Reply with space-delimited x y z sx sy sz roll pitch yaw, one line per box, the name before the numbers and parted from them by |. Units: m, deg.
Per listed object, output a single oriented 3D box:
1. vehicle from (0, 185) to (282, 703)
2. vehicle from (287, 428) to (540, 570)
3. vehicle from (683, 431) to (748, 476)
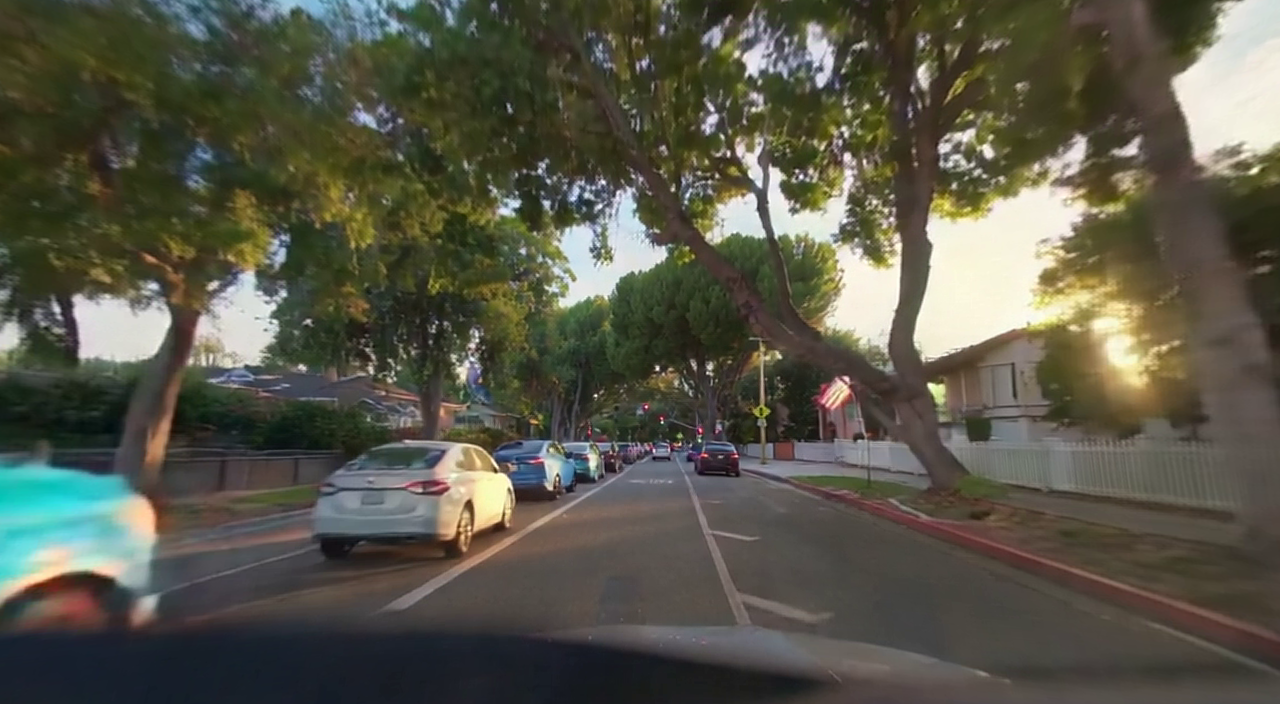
vehicle | -3.144 0.358 0.651 2.405 2.058 5.193 0 -8 1
vehicle | -2.740 1.859 8.752 1.807 1.475 3.952 -1 -8 4
vehicle | 3.026 4.199 26.386 2.258 1.682 4.635 0 -8 2
